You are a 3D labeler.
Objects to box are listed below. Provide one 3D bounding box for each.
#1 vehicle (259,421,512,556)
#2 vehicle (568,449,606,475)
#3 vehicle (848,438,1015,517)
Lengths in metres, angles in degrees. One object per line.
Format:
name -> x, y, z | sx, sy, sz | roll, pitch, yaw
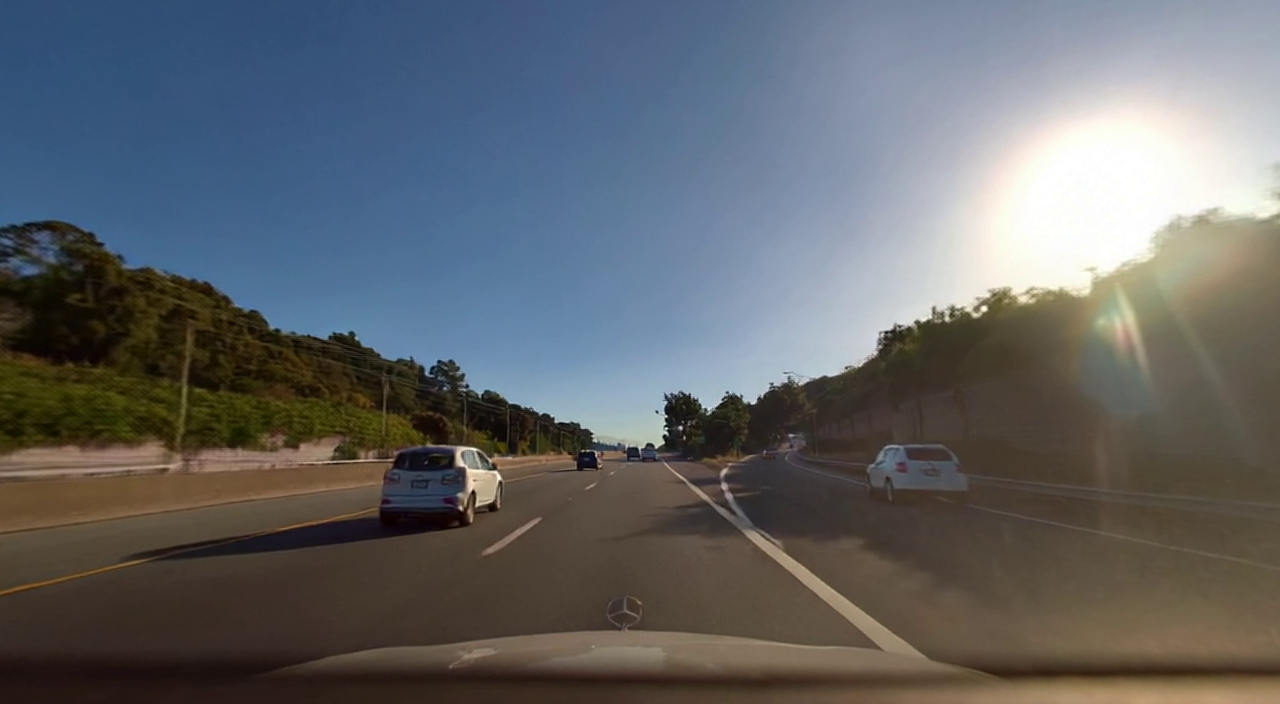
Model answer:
vehicle -> -3.682, 2.081, 10.229 | 2.263, 1.696, 4.321 | 0, -9, 0
vehicle -> -3.263, 6.875, 39.702 | 1.997, 1.540, 3.906 | 0, -9, 1
vehicle -> 6.640, 2.898, 15.078 | 2.020, 1.548, 4.715 | -1, -9, 4
